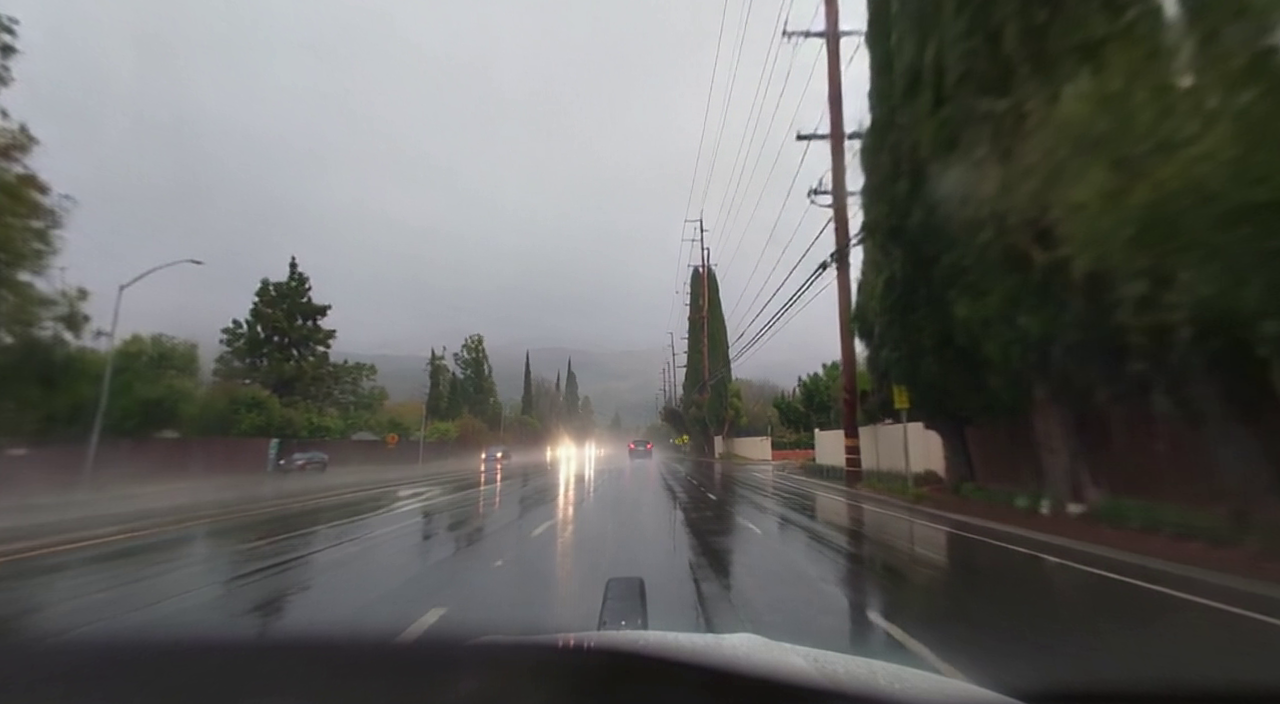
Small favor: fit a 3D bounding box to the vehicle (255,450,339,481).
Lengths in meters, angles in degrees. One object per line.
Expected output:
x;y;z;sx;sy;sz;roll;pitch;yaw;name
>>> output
-21.537;7.095;39.431;4.600;1.809;2.153;-4;-9;23;vehicle
